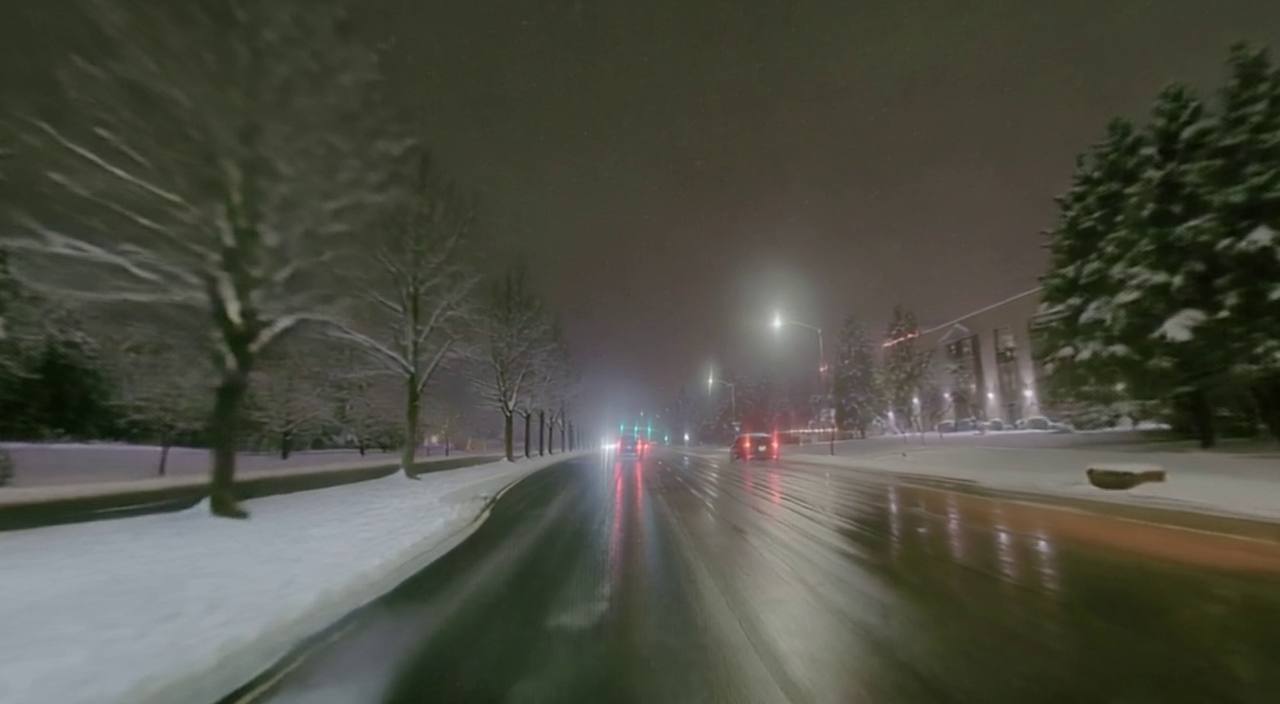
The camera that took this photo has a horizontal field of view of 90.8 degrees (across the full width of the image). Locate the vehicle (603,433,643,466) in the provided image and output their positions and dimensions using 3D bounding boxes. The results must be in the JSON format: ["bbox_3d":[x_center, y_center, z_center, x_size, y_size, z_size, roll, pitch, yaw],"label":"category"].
[{"bbox_3d":[-0.990,5.675,36.976,2.193,1.794,4.457,0,-8,-1],"label":"vehicle"}]

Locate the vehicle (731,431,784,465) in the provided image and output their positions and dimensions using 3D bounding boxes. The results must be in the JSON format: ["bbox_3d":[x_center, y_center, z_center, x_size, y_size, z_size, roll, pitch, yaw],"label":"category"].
[{"bbox_3d":[6.542,5.402,35.682,2.026,1.804,4.565,0,-8,-1],"label":"vehicle"}]
